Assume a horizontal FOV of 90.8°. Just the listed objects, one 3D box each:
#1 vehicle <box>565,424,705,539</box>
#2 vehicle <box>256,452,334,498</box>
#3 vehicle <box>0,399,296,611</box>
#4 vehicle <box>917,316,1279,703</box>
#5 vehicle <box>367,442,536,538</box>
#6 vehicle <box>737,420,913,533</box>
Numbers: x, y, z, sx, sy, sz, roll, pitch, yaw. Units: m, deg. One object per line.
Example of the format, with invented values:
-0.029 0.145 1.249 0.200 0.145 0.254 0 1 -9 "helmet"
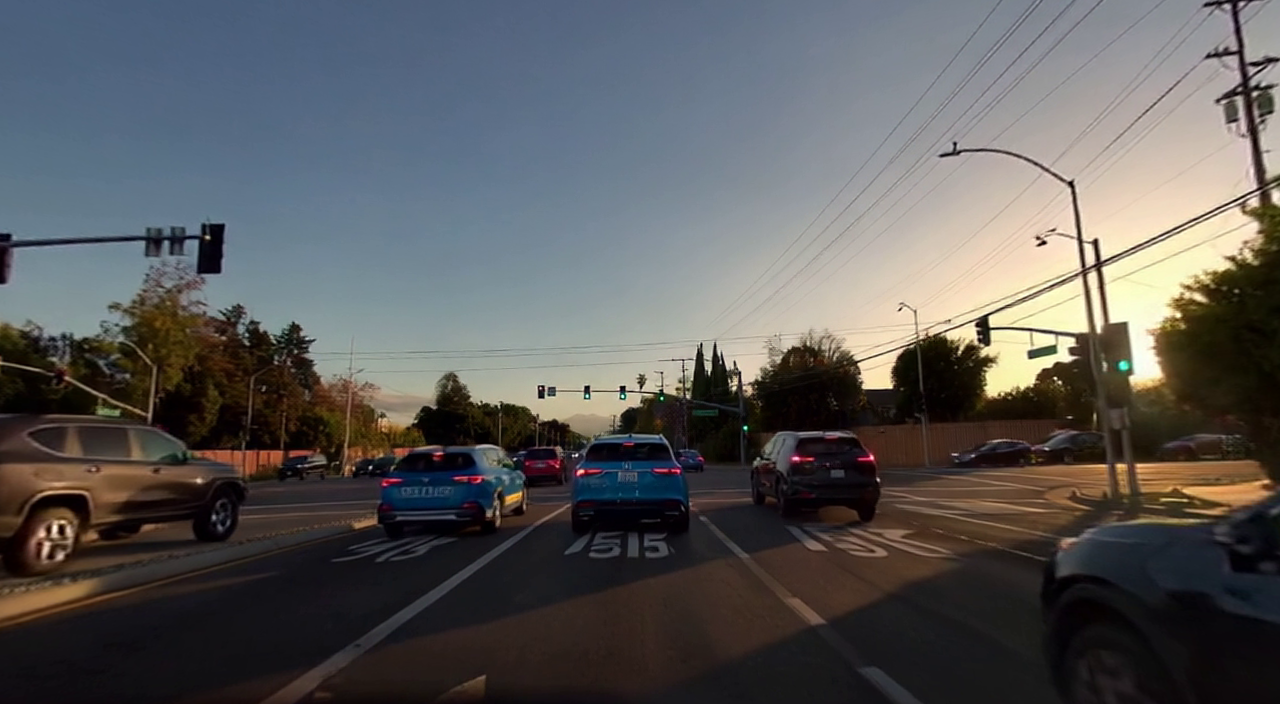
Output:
-0.069 2.268 11.627 2.111 1.712 4.078 0 -9 0 "vehicle"
-12.803 4.527 23.699 1.974 1.491 4.450 4 -9 -22 "vehicle"
-6.553 1.652 7.666 2.116 1.812 4.609 0 -9 0 "vehicle"
2.756 0.727 1.632 2.034 1.655 4.465 0 -9 0 "vehicle"
-3.293 2.489 12.079 1.881 1.466 4.484 0 -9 0 "vehicle"
3.320 2.355 12.479 1.999 1.789 4.583 0 -9 -1 "vehicle"
